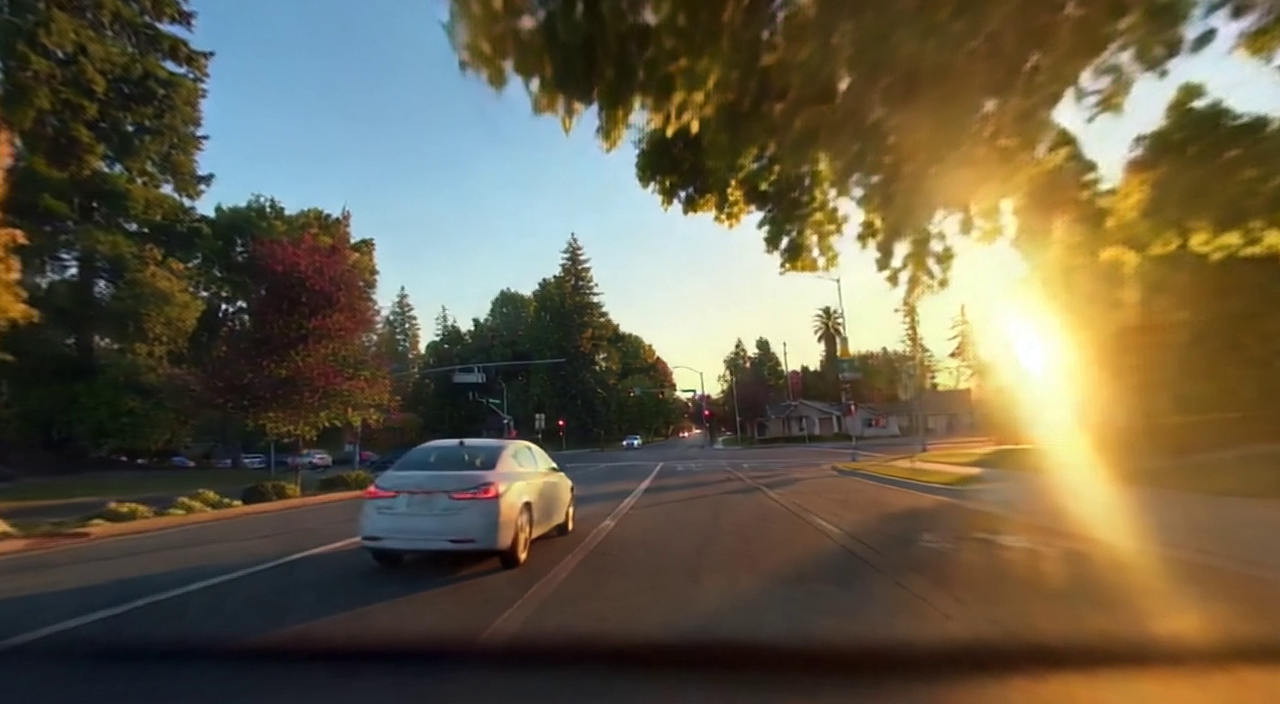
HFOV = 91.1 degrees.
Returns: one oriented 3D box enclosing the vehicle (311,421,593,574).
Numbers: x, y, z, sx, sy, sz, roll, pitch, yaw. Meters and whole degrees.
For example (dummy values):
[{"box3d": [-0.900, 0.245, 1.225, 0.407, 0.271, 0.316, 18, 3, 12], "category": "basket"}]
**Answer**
[{"box3d": [-2.172, 1.875, 9.065, 2.139, 1.564, 4.901, -1, -8, 6], "category": "vehicle"}]
